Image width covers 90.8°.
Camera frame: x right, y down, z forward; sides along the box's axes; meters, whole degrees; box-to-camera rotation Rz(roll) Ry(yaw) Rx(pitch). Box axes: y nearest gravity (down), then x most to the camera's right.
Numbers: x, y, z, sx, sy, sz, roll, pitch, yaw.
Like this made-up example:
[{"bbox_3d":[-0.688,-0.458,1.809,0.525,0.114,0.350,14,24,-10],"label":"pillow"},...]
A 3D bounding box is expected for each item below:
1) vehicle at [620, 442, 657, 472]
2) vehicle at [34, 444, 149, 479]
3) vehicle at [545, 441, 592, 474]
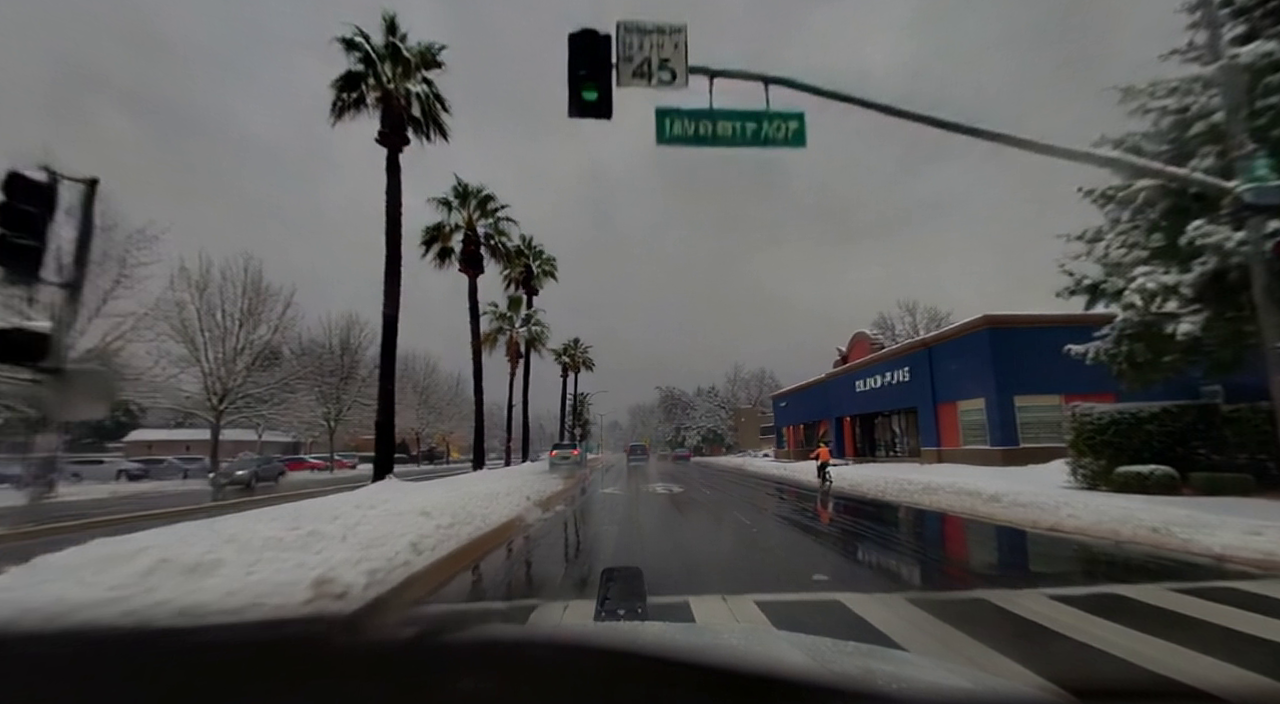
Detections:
[{"bbox_3d":[-0.117,6.237,37.712,2.102,1.653,3.698,0,-9,-1],"label":"vehicle"},{"bbox_3d":[-34.457,6.885,39.762,5.109,2.014,2.269,-2,-10,2],"label":"vehicle"},{"bbox_3d":[-3.926,5.912,35.607,2.071,1.744,4.500,0,-9,1],"label":"vehicle"}]
